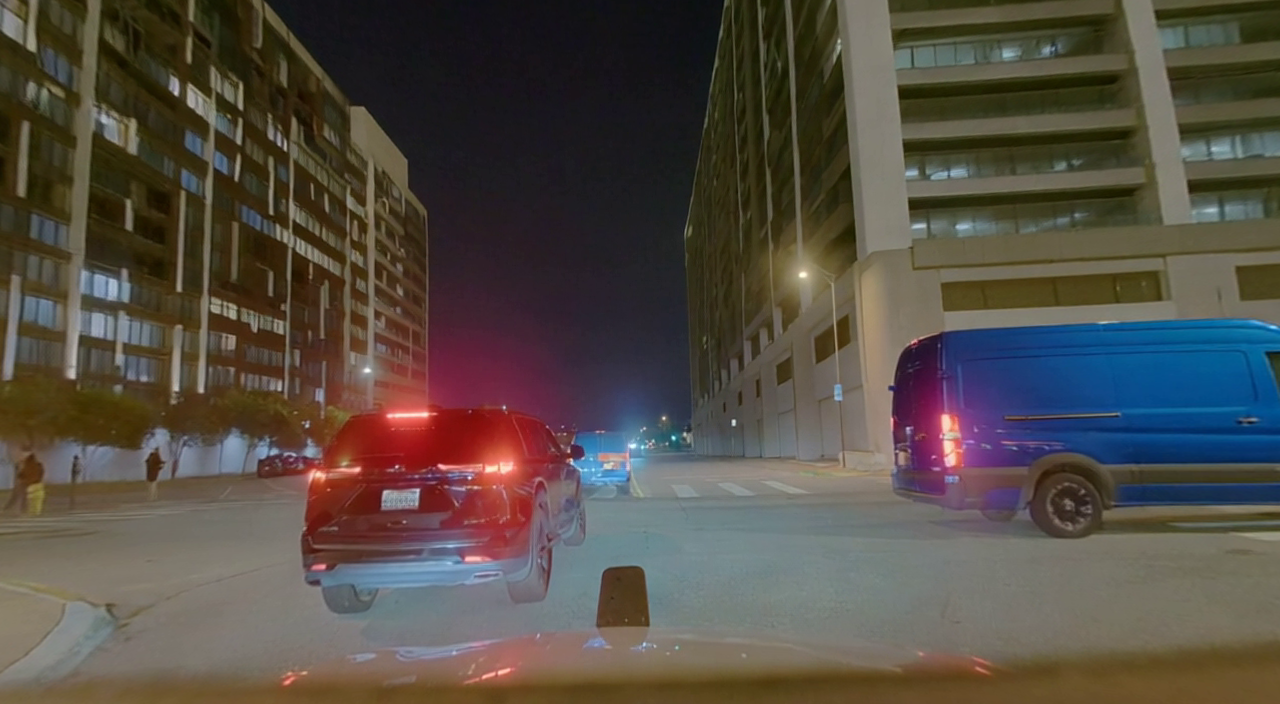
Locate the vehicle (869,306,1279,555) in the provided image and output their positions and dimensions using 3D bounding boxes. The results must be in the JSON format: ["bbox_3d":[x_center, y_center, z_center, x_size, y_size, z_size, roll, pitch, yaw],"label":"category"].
[{"bbox_3d":[6.974,1.017,8.244,6.932,2.753,2.446,0,-8,1],"label":"vehicle"}]

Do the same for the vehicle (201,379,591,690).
[{"bbox_3d":[-1.651,1.337,5.783,2.144,1.733,4.115,1,-9,-8],"label":"vehicle"}]
